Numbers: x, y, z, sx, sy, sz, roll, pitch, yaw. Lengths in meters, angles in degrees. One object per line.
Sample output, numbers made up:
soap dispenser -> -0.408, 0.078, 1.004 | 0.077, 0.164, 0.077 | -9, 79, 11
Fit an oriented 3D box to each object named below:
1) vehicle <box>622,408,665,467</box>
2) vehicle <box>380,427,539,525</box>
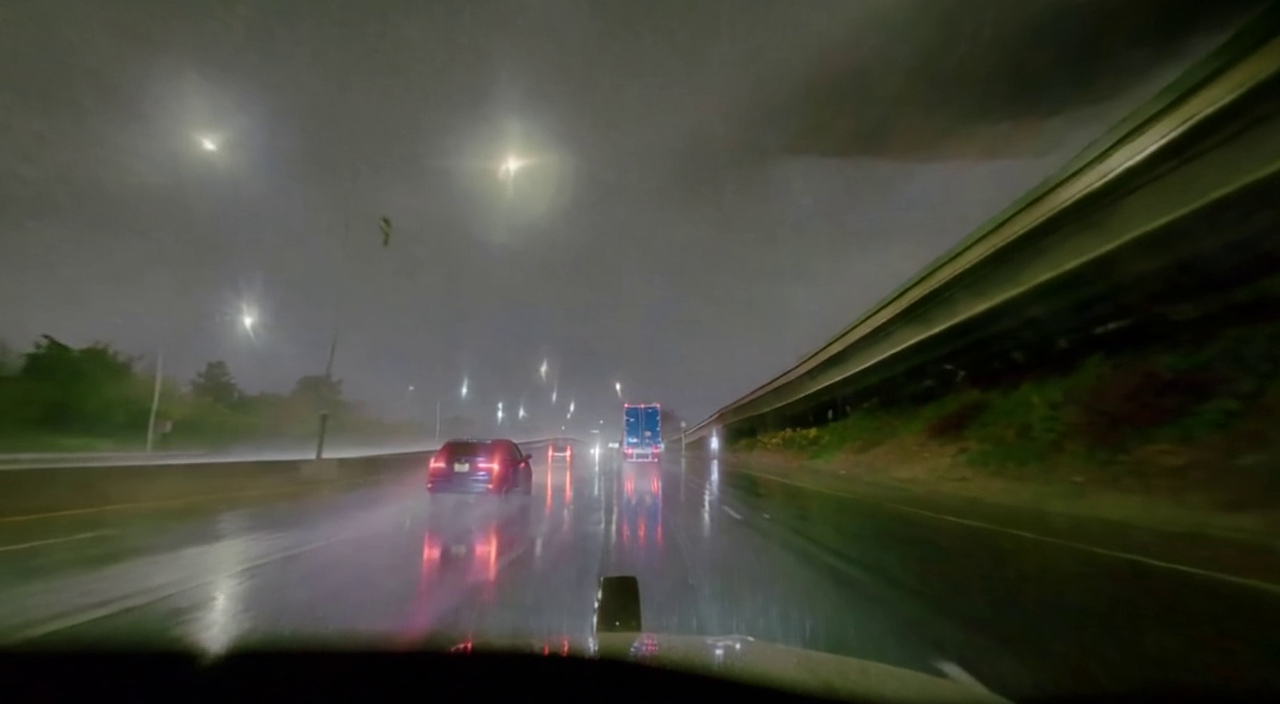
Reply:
vehicle -> 0.332, 6.725, 49.198 | 2.964, 4.063, 10.072 | 0, -9, 1
vehicle -> -3.576, 2.549, 13.538 | 2.077, 1.716, 4.514 | 0, -9, 0
